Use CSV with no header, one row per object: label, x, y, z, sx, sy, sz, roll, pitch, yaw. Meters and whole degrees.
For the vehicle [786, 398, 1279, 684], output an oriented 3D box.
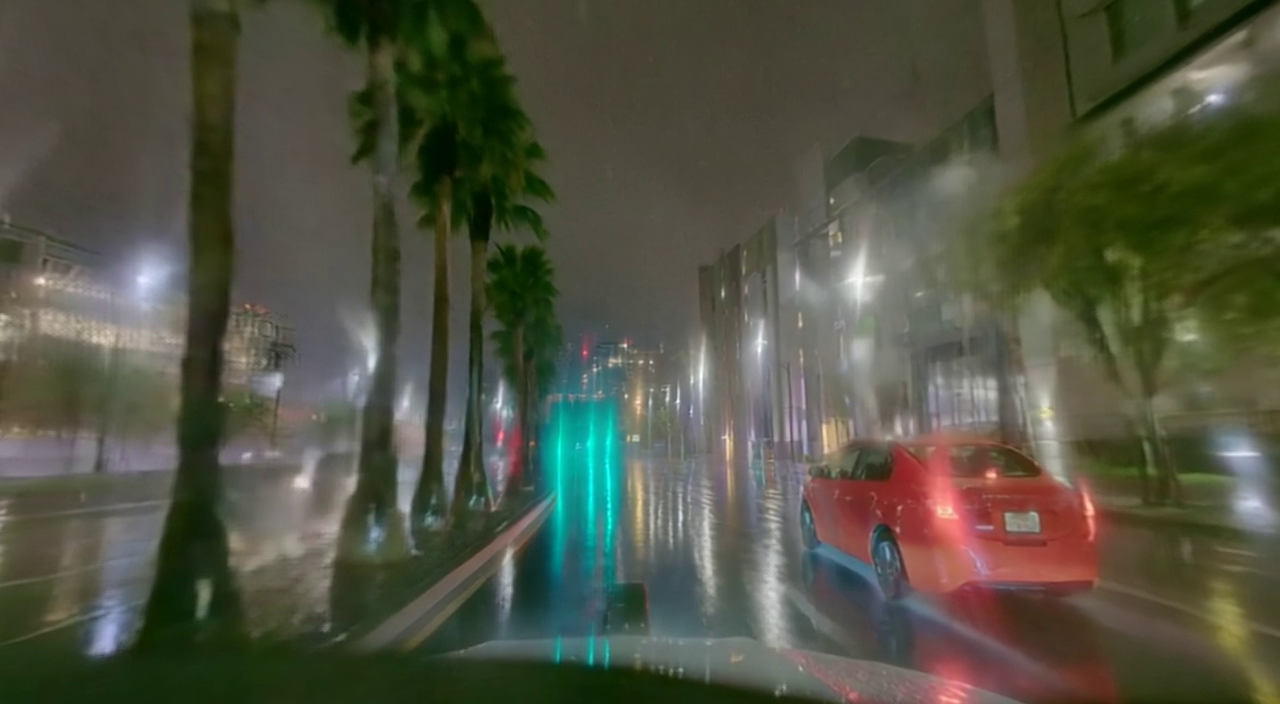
vehicle,2.806,1.354,5.694,1.867,1.554,4.301,0,-8,-1
